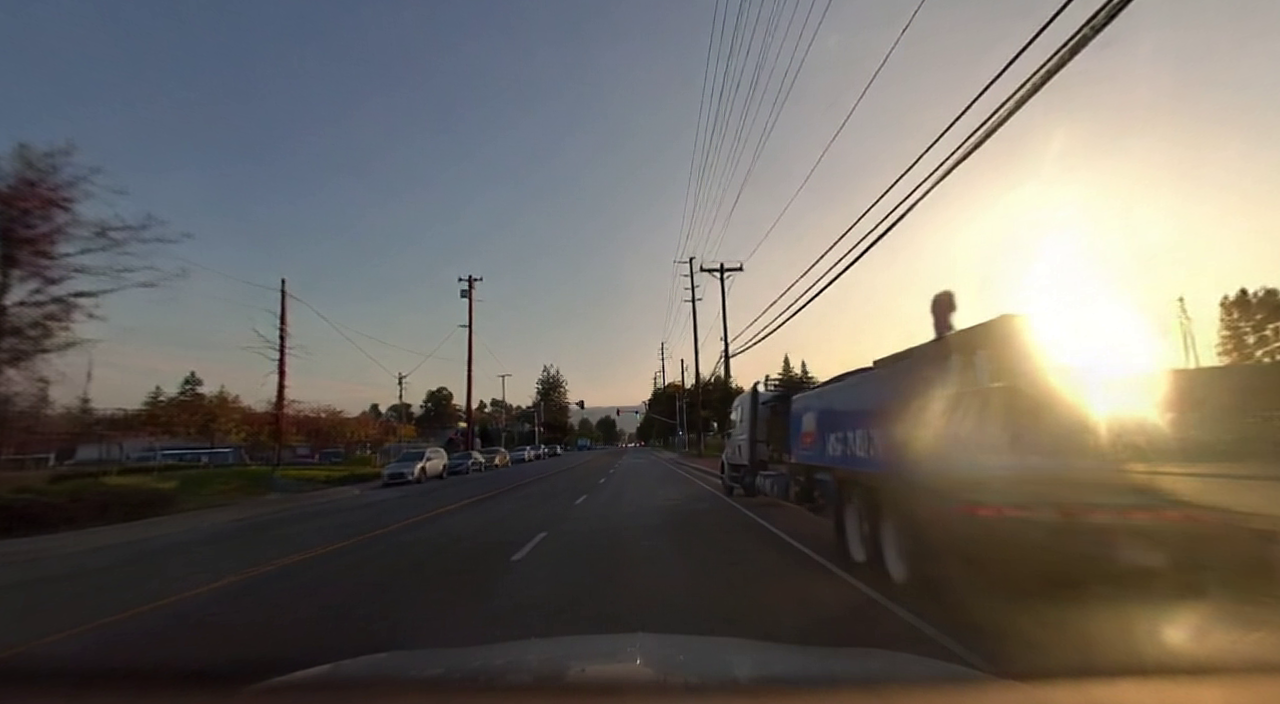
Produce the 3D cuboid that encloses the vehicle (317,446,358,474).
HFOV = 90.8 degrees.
[{"bbox_3d":[-18.946,6.785,39.715,1.795,1.535,4.163,0,-9,-18],"label":"vehicle"}]

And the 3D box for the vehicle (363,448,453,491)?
[{"bbox_3d":[-8.833,4.502,24.517,1.939,1.480,4.632,0,-9,-3],"label":"vehicle"}]

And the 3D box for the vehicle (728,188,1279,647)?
[{"bbox_3d":[3.690,1.030,8.977,3.168,3.106,9.350,0,-8,-2],"label":"vehicle"}]

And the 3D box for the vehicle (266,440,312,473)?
[{"bbox_3d":[-21.526,6.403,38.894,1.954,1.868,4.977,3,-9,-24],"label":"vehicle"}]
